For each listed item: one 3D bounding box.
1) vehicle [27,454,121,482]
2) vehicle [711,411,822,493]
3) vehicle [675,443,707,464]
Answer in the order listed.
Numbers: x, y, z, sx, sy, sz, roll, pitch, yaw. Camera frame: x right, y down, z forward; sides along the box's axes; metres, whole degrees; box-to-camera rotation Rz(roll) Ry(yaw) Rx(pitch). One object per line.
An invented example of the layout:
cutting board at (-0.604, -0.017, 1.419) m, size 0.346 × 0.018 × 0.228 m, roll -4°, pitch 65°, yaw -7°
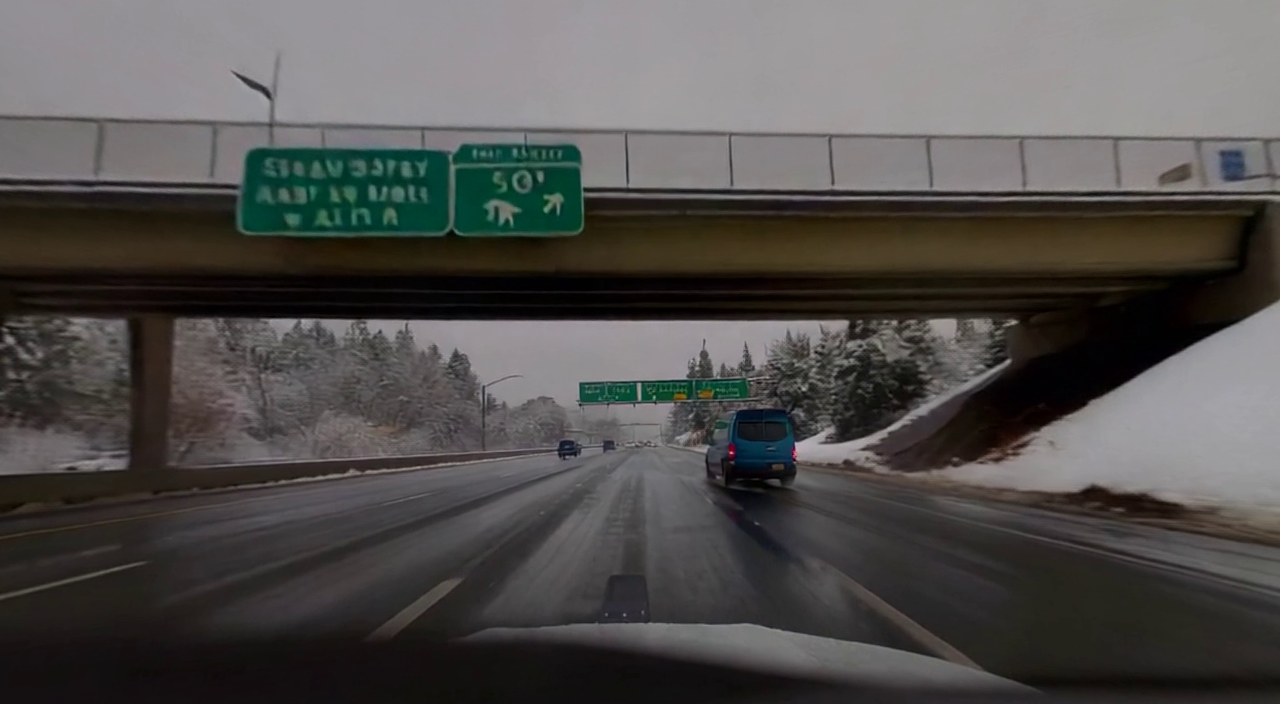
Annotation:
vehicle at (-38.583, 7.879, 43.151) m, size 1.946 × 1.686 × 4.798 m, roll 0°, pitch -8°, yaw 0°
vehicle at (3.791, 3.148, 20.148) m, size 2.347 × 2.234 × 5.352 m, roll 0°, pitch -9°, yaw -1°
vehicle at (3.698, 7.420, 46.437) m, size 1.883 × 1.456 × 4.044 m, roll 0°, pitch -8°, yaw -1°
